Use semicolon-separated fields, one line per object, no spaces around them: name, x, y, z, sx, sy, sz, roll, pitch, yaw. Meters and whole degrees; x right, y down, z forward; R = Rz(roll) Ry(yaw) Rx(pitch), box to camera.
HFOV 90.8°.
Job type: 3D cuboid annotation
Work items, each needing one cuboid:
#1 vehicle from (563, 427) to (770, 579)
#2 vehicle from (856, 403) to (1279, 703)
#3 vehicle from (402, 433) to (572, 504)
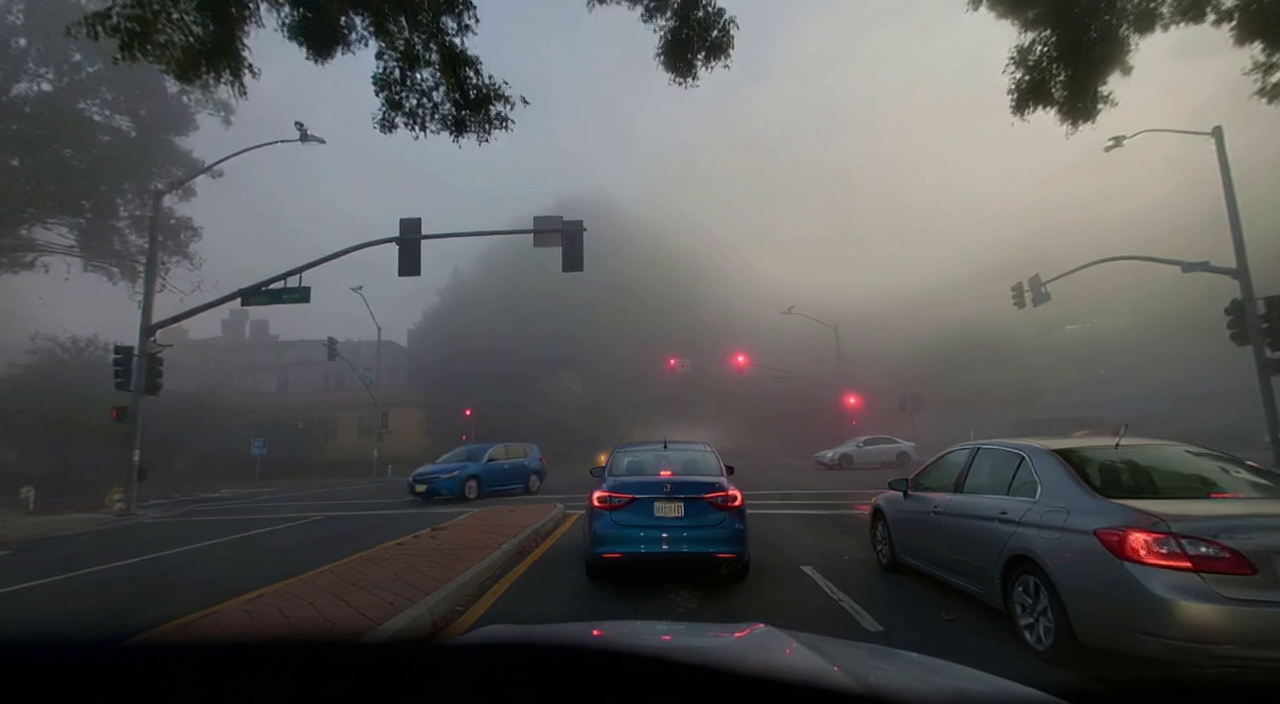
vehicle;0.303;1.818;8.334;2.090;1.505;3.756;-1;-9;1
vehicle;3.661;1.341;5.445;1.888;1.486;4.681;0;-9;-1
vehicle;-4.117;3.206;17.848;1.996;1.705;4.577;-5;-10;30
